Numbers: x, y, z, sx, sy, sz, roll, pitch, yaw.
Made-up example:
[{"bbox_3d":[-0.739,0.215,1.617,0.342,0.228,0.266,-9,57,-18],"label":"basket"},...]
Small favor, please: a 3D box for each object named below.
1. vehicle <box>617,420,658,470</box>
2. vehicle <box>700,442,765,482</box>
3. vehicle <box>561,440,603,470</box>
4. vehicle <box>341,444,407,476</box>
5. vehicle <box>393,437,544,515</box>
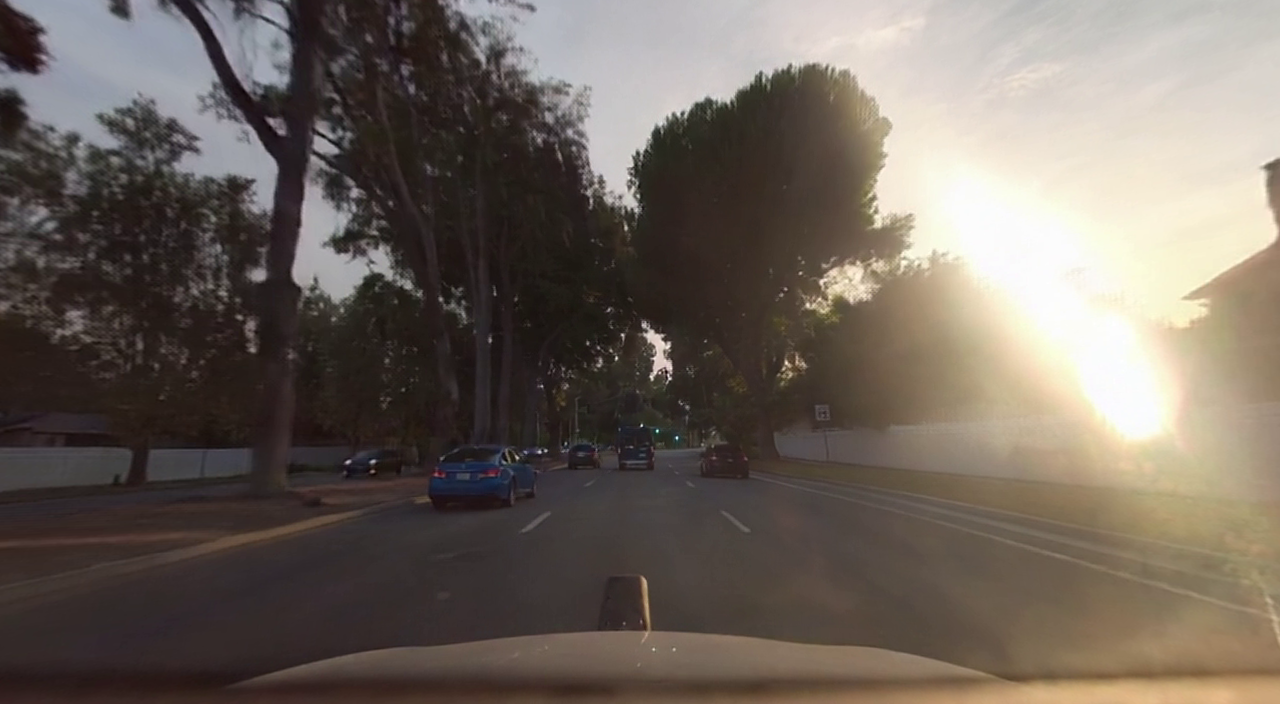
[{"bbox_3d":[-0.095,5.642,38.109,2.311,2.726,5.814,0,-9,1],"label":"vehicle"},{"bbox_3d":[3.622,4.390,25.363,1.945,1.469,4.258,0,-8,0],"label":"vehicle"},{"bbox_3d":[-3.383,6.119,37.483,2.021,1.715,4.329,0,-8,1],"label":"vehicle"},{"bbox_3d":[-17.412,7.072,41.404,2.129,1.952,5.079,0,-8,0],"label":"vehicle"},{"bbox_3d":[-3.630,2.714,14.328,2.036,1.474,4.647,0,-8,1],"label":"vehicle"}]
